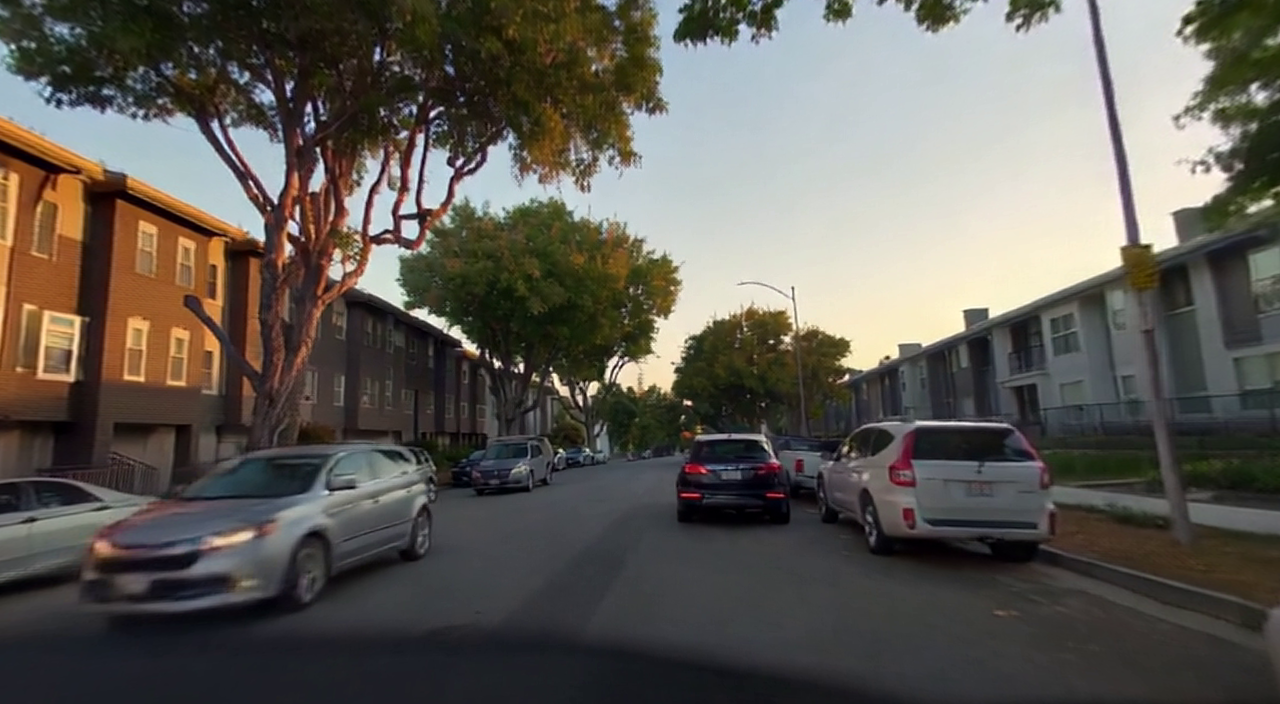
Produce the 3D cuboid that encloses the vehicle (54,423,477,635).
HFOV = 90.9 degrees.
[{"bbox_3d":[-3.693,1.766,7.294,2.018,1.691,3.995,-2,-9,9],"label":"vehicle"}]

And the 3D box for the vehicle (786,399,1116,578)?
[{"bbox_3d":[3.778,1.788,9.087,2.082,1.799,5.207,0,-9,0],"label":"vehicle"}]

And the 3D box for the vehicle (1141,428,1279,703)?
[{"bbox_3d":[3.584,0.792,1.137,1.881,1.403,4.214,0,-9,0],"label":"vehicle"}]

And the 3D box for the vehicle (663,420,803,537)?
[{"bbox_3d":[1.500,2.288,12.032,2.055,1.717,5.172,-1,-9,3],"label":"vehicle"}]

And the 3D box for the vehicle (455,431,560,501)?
[{"bbox_3d":[-4.262,3.775,21.259,2.197,2.047,4.985,-1,-9,4],"label":"vehicle"}]
